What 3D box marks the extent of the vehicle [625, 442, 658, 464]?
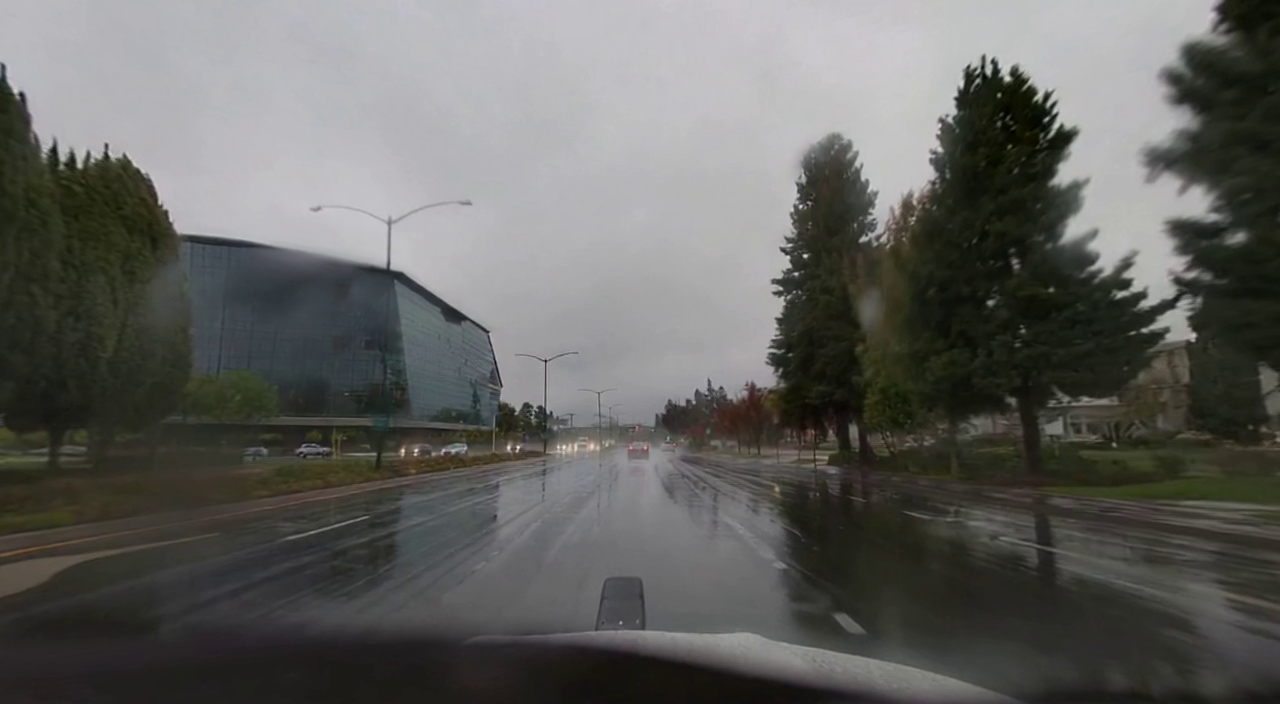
[{"bbox_3d":[0.068,6.808,42.740,2.080,1.445,4.096,0,-8,-1],"label":"vehicle"}]
